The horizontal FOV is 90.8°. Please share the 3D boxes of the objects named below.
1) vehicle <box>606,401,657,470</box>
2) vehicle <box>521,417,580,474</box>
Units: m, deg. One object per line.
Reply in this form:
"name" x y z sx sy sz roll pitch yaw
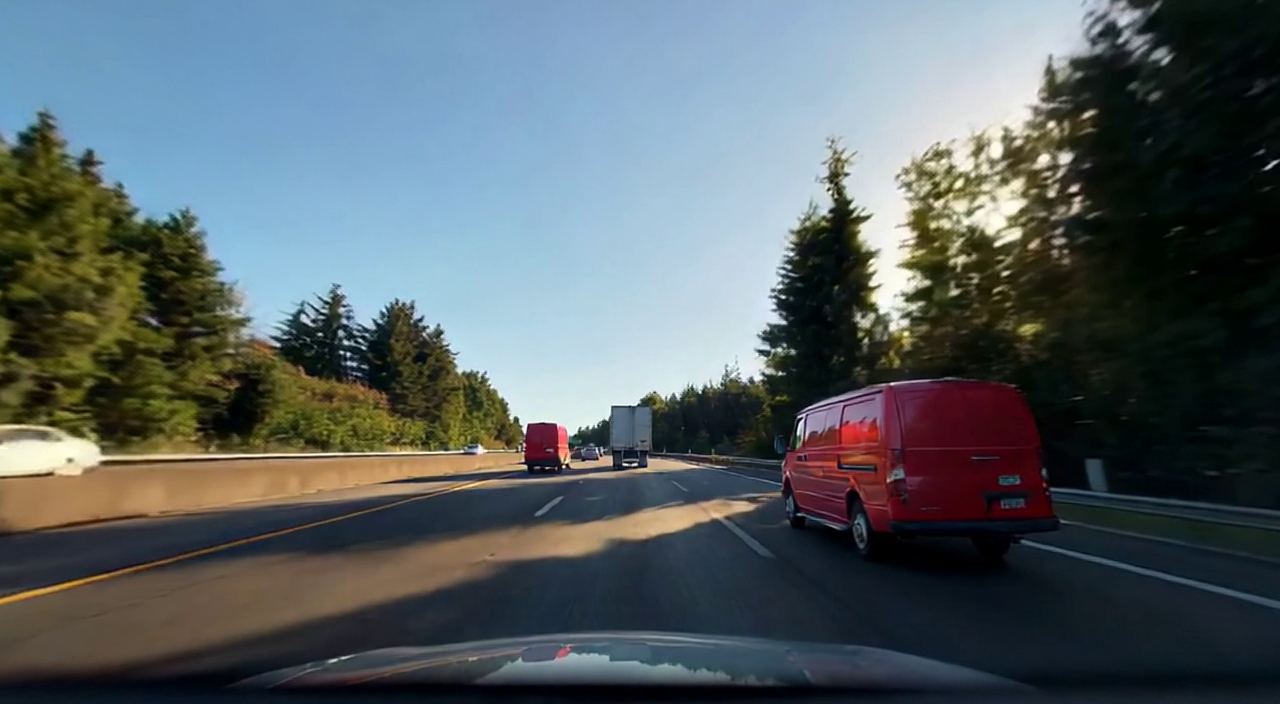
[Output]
"vehicle" -0.581 5.722 42.480 2.995 4.036 10.311 0 -9 -1
"vehicle" -4.712 5.110 34.322 2.357 2.786 6.144 0 -9 -1
